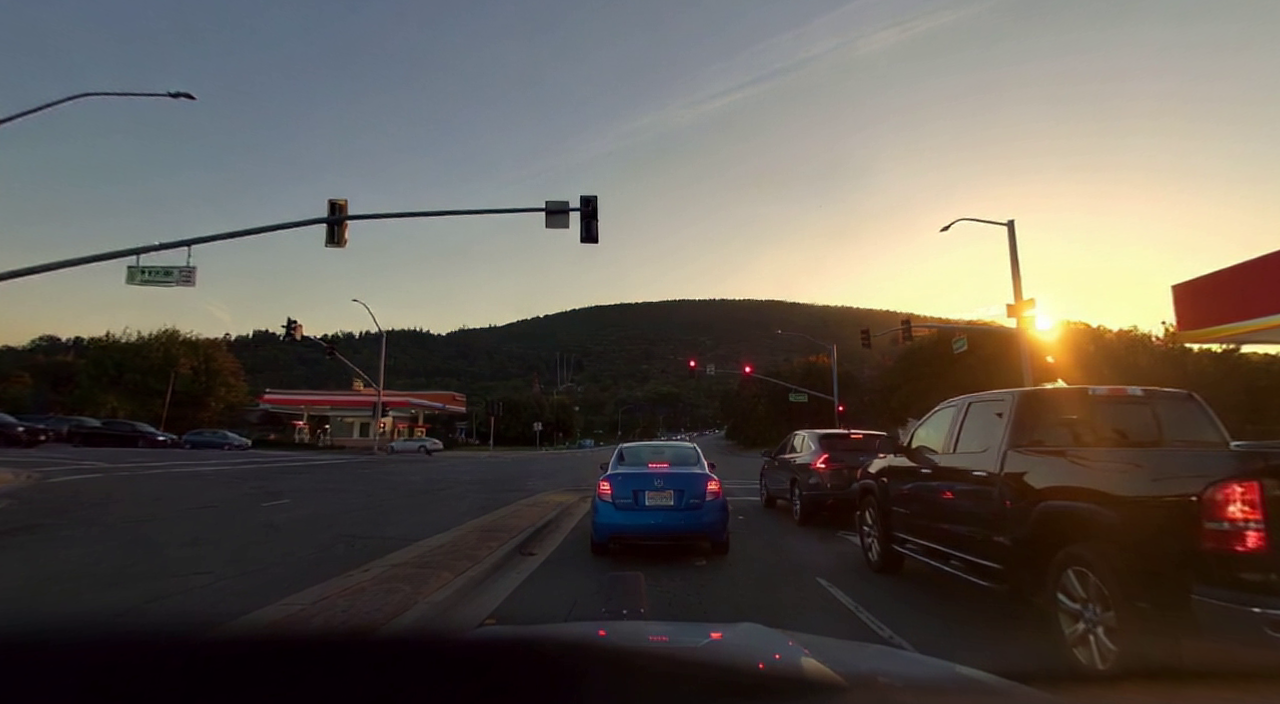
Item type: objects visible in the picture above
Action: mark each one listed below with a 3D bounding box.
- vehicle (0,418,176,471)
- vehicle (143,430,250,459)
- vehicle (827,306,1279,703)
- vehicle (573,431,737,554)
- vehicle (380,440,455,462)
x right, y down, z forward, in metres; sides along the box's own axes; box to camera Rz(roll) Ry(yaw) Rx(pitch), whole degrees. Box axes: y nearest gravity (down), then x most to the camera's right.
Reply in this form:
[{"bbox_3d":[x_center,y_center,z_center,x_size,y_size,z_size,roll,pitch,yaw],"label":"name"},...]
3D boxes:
[{"bbox_3d":[-19.221,3.200,21.819,4.742,1.720,2.107,-1,-8,6],"label":"vehicle"},{"bbox_3d":[-23.233,4.869,33.160,4.326,1.420,1.798,-1,-8,4],"label":"vehicle"},{"bbox_3d":[3.536,1.150,4.918,2.277,1.871,6.143,0,-8,0],"label":"vehicle"},{"bbox_3d":[0.191,2.028,9.784,2.027,1.494,3.824,0,-8,0],"label":"vehicle"},{"bbox_3d":[-15.760,6.980,44.766,4.528,1.460,1.963,7,-11,-40],"label":"vehicle"}]
